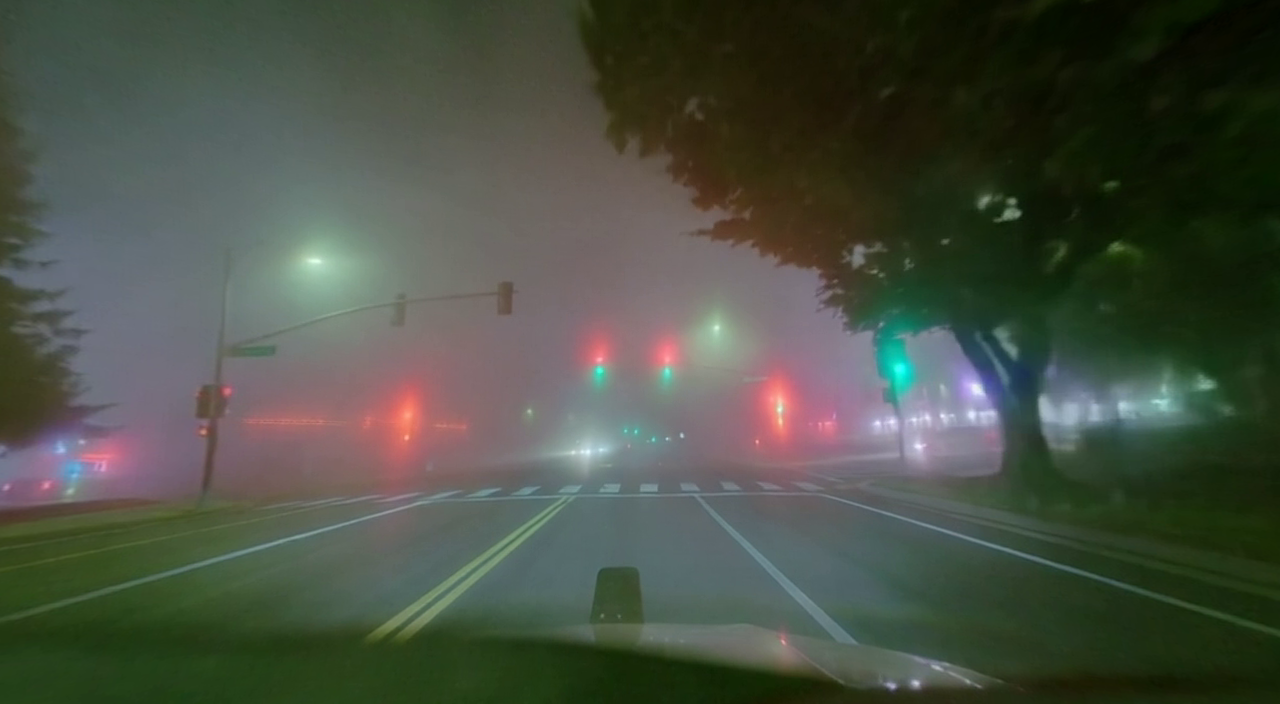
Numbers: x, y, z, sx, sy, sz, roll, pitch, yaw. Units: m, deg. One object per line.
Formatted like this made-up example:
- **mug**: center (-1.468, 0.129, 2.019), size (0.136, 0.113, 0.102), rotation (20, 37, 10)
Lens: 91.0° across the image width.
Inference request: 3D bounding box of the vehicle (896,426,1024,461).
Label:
- **vehicle**: center (14.602, 4.209, 28.952), size (4.704, 1.544, 2.112), rotation (0, -8, 0)

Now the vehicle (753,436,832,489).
- **vehicle**: center (5.045, 3.491, 20.338), size (2.064, 1.470, 4.610), rotation (-3, -9, 18)
